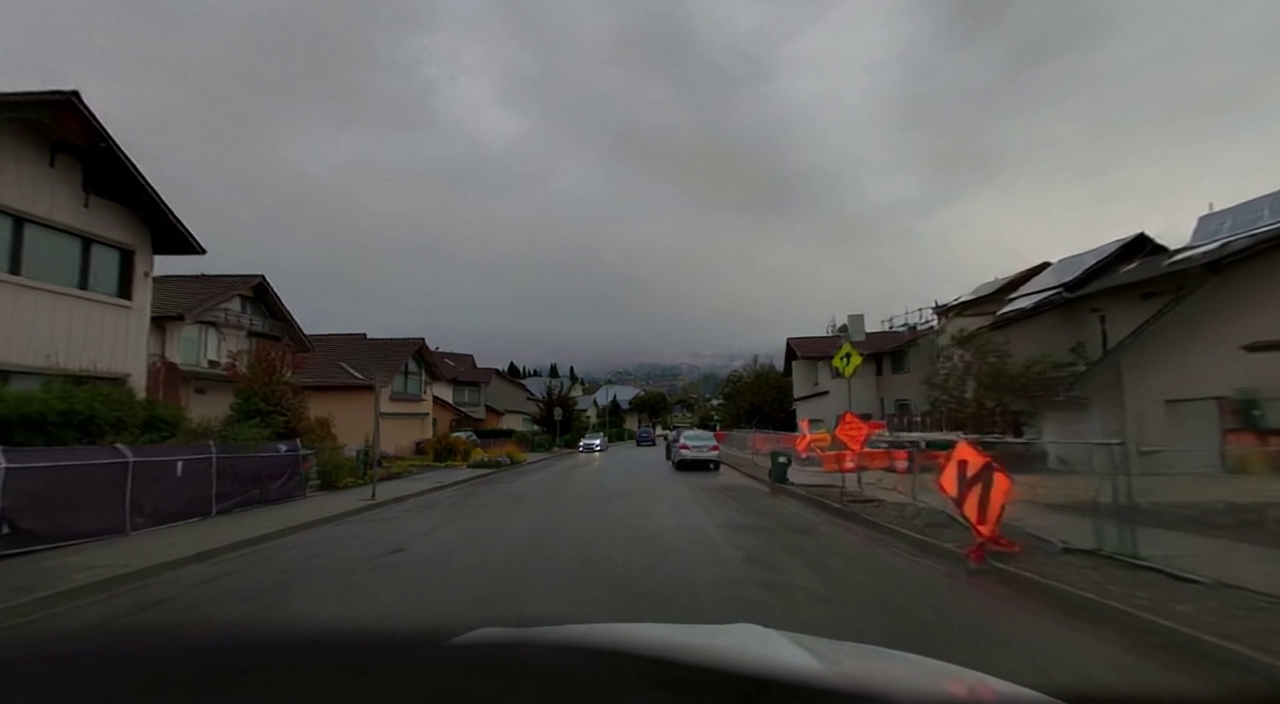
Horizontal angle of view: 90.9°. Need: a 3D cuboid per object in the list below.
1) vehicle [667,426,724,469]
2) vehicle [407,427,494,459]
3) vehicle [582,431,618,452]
[{"bbox_3d":[2.058,3.638,24.203,1.998,1.494,3.927,0,-8,3],"label":"vehicle"},{"bbox_3d":[-10.763,5.191,35.909,4.205,1.745,2.121,-1,-8,4],"label":"vehicle"},{"bbox_3d":[-2.853,6.553,46.293,1.972,1.499,4.191,-1,-8,6],"label":"vehicle"}]
